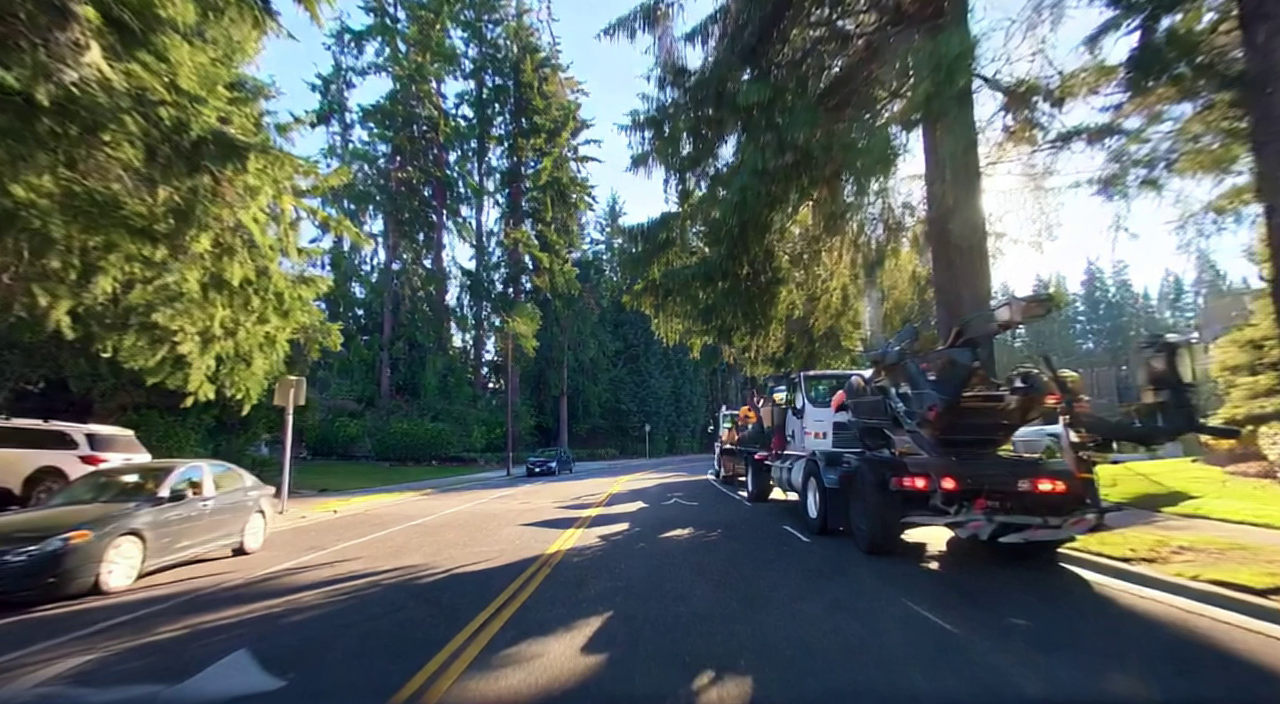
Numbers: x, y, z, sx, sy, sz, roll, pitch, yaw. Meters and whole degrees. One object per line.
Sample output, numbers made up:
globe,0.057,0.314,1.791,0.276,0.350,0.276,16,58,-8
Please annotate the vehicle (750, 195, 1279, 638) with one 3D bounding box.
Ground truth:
vehicle,3.889,0.997,9.096,3.107,3.379,8.460,-1,-8,1

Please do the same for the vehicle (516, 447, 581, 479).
vehicle,-4.480,5.502,31.584,1.930,1.487,4.213,-2,-9,11

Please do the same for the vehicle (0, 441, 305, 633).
vehicle,-6.083,1.839,7.413,1.820,1.528,4.425,1,-9,0
